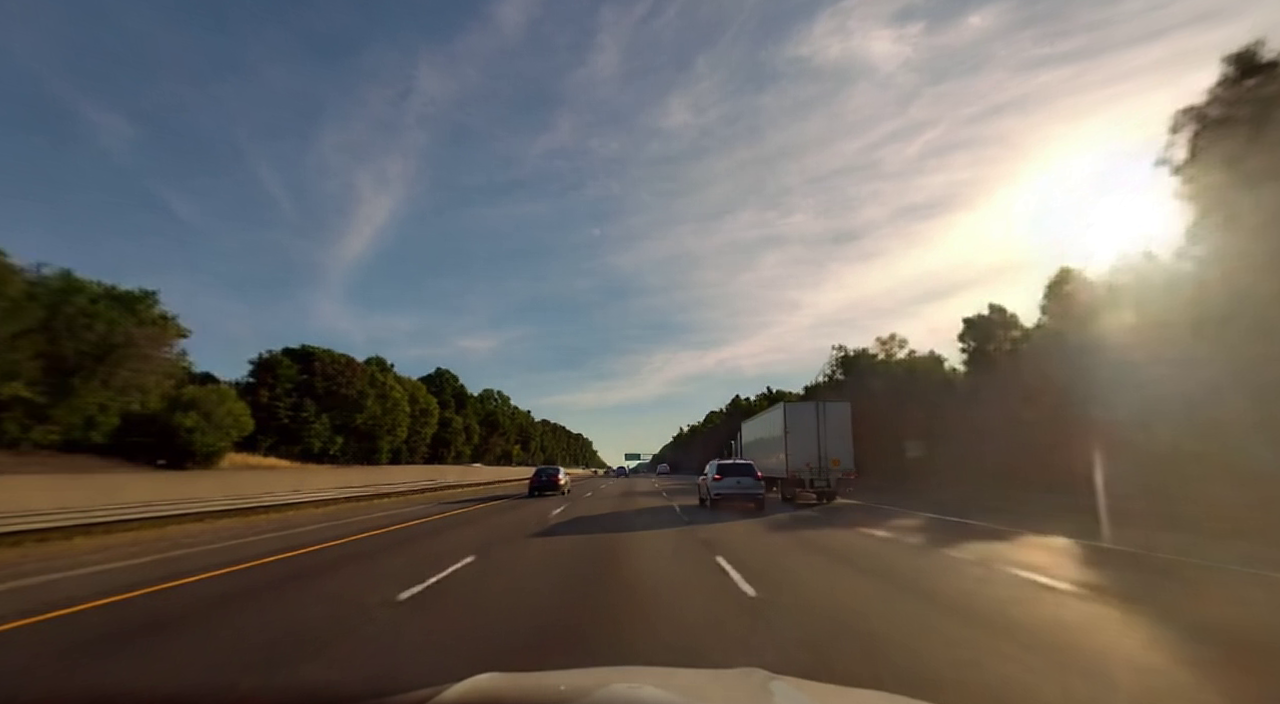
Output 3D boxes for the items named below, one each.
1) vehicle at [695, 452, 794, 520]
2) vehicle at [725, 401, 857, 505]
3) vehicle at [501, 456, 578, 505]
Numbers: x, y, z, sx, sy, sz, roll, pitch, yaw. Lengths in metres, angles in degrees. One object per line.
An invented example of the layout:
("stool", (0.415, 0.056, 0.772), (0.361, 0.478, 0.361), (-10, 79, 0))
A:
("vehicle", (2.887, 3.860, 18.438), (2.050, 1.708, 4.457), (1, -10, -1))
("vehicle", (7.241, 5.575, 33.877), (2.883, 4.151, 17.144), (1, -10, 0))
("vehicle", (-3.546, 4.641, 22.912), (2.025, 1.547, 4.150), (1, -10, 1))
